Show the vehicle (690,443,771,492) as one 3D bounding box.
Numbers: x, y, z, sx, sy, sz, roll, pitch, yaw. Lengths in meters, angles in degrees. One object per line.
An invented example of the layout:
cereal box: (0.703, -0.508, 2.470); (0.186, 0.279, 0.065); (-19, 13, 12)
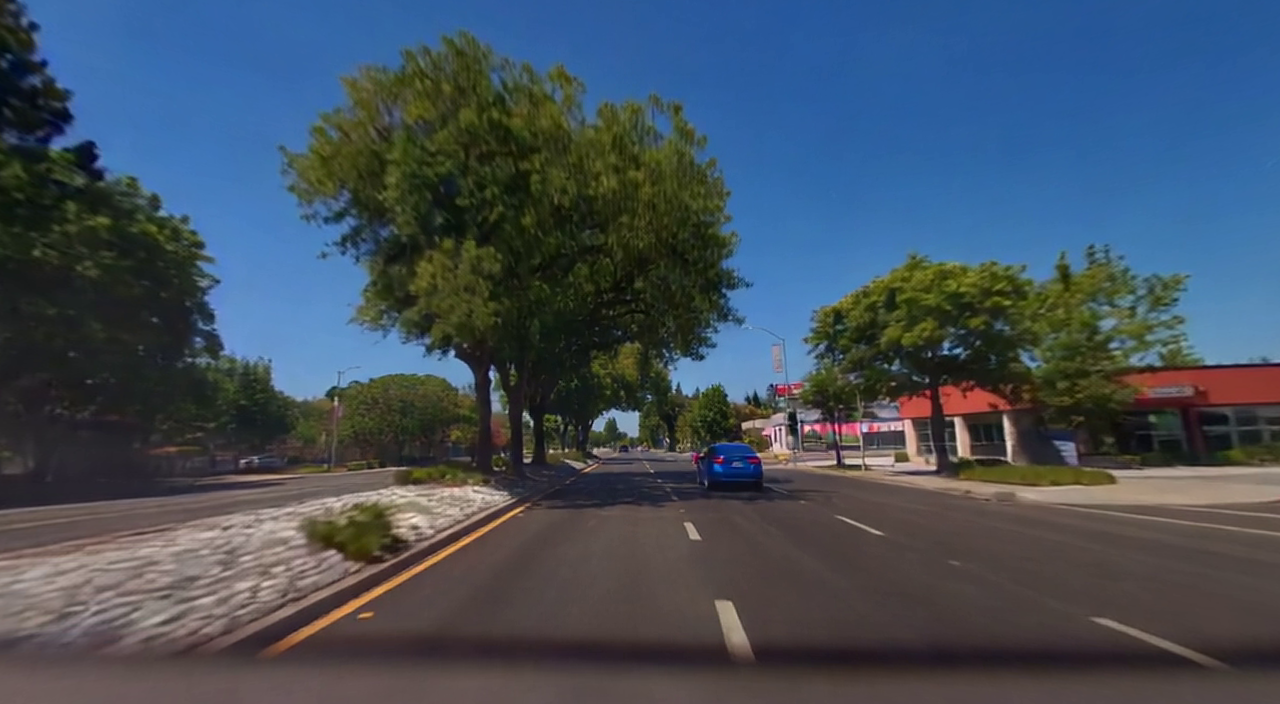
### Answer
vehicle: (2.834, 3.720, 20.784); (1.929, 1.411, 4.284); (0, -8, -2)
